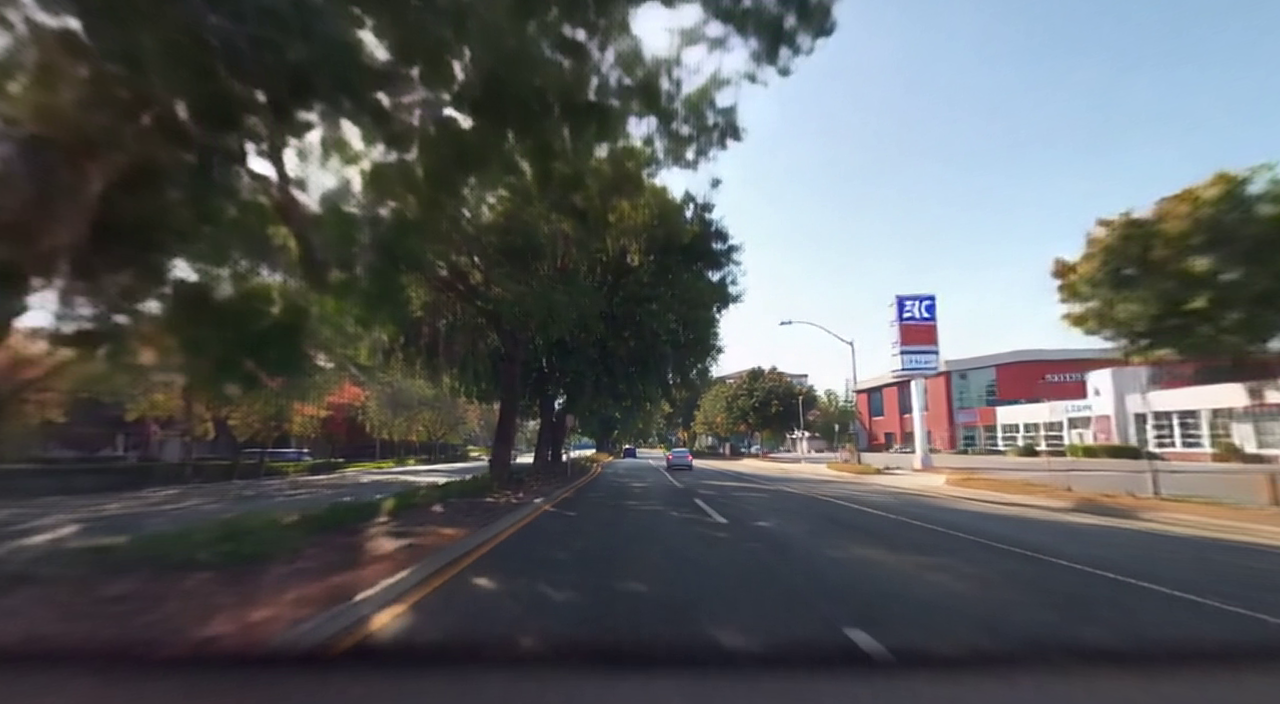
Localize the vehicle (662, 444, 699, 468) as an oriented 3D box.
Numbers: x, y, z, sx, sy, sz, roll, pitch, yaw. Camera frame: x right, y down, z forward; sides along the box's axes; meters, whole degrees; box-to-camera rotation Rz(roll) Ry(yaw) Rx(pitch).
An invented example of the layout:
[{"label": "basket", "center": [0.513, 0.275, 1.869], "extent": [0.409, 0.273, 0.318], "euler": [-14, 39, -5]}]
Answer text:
[{"label": "vehicle", "center": [2.635, 6.899, 41.905], "extent": [2.015, 1.479, 4.444], "euler": [0, -9, -2]}]
